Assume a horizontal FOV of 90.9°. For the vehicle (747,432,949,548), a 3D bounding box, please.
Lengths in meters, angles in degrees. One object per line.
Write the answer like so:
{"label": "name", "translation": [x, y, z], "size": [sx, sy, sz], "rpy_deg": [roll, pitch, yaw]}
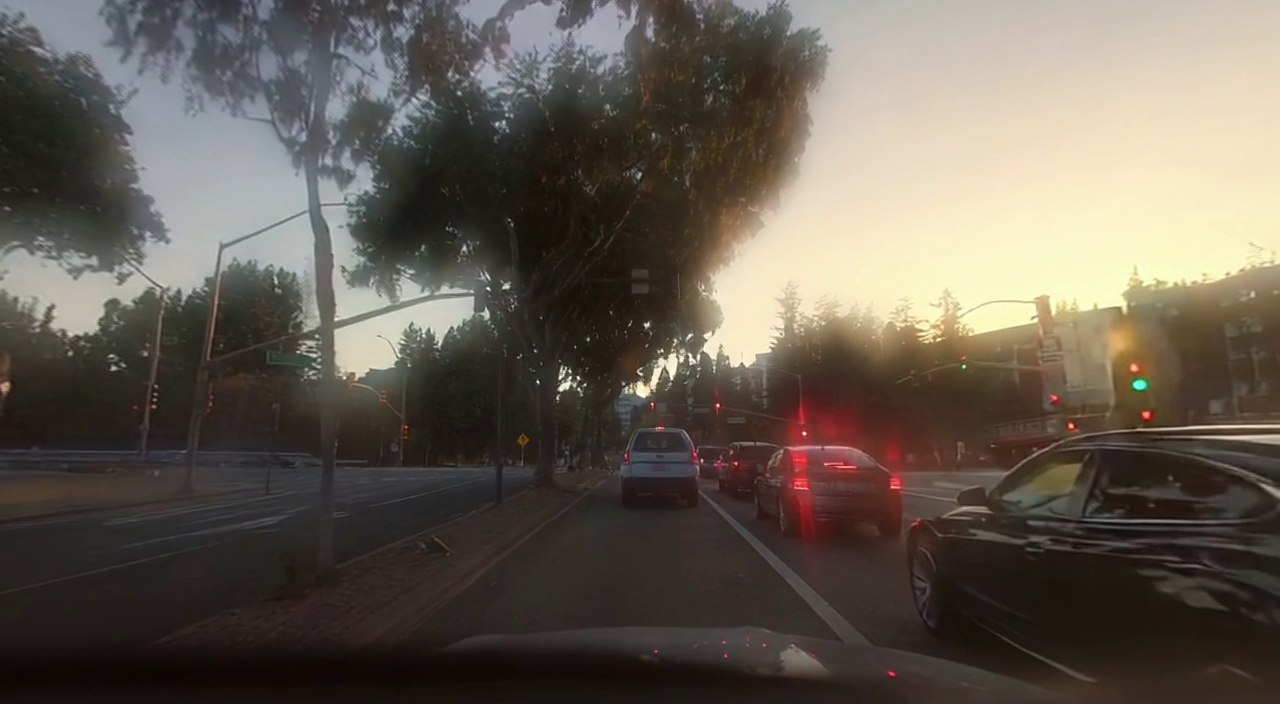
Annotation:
{"label": "vehicle", "translation": [3.085, 2.075, 10.436], "size": [1.956, 1.477, 4.285], "rpy_deg": [0, -7, 1]}

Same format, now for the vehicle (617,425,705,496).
{"label": "vehicle", "translation": [0.515, 3.136, 18.561], "size": [2.245, 1.800, 4.522], "rpy_deg": [0, -8, -1]}

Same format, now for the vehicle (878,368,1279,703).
{"label": "vehicle", "translation": [2.960, 0.997, 2.994], "size": [2.078, 1.578, 4.107], "rpy_deg": [0, -8, 1]}
